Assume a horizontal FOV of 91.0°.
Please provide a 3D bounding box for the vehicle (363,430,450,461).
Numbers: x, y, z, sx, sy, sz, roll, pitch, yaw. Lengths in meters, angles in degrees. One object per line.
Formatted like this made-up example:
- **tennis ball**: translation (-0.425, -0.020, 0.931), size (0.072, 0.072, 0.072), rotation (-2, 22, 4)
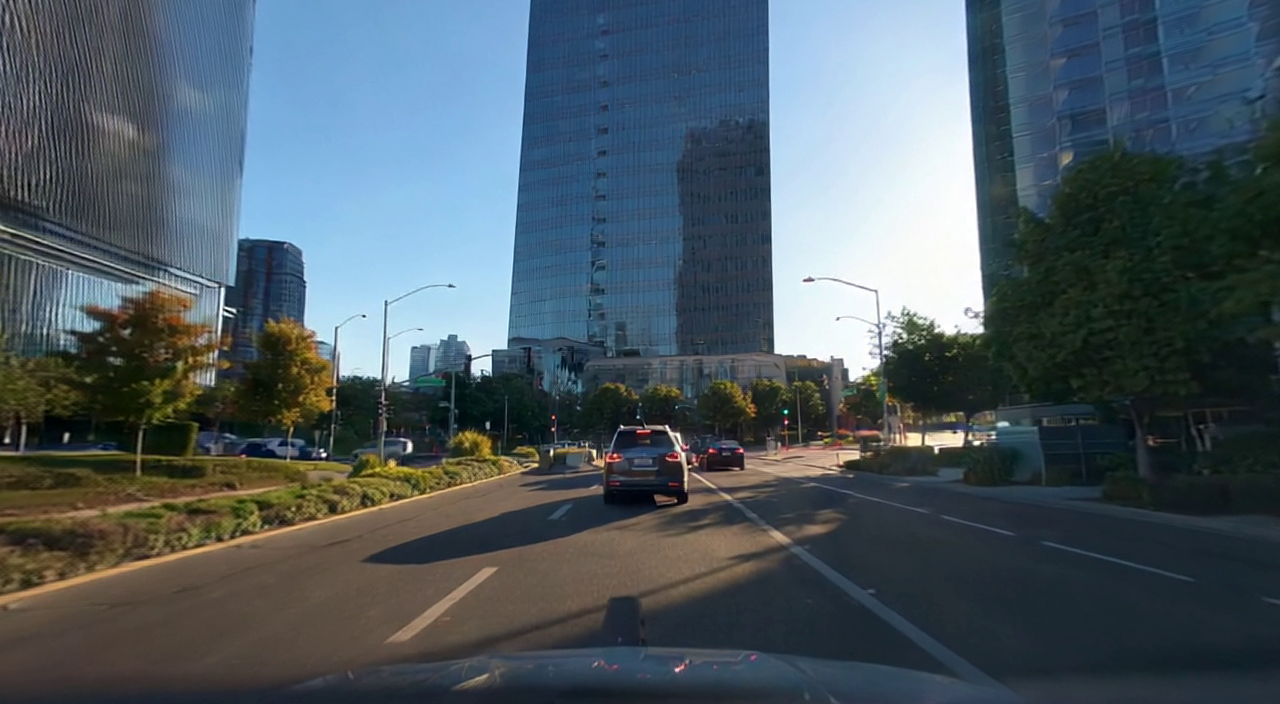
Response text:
- **vehicle**: translation (-18.248, 7.299, 49.162), size (6.448, 2.310, 2.717), rotation (-5, -10, 28)

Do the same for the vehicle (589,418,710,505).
- **vehicle**: translation (0.209, 2.716, 15.942), size (2.601, 1.878, 4.535), rotation (0, -9, 0)
